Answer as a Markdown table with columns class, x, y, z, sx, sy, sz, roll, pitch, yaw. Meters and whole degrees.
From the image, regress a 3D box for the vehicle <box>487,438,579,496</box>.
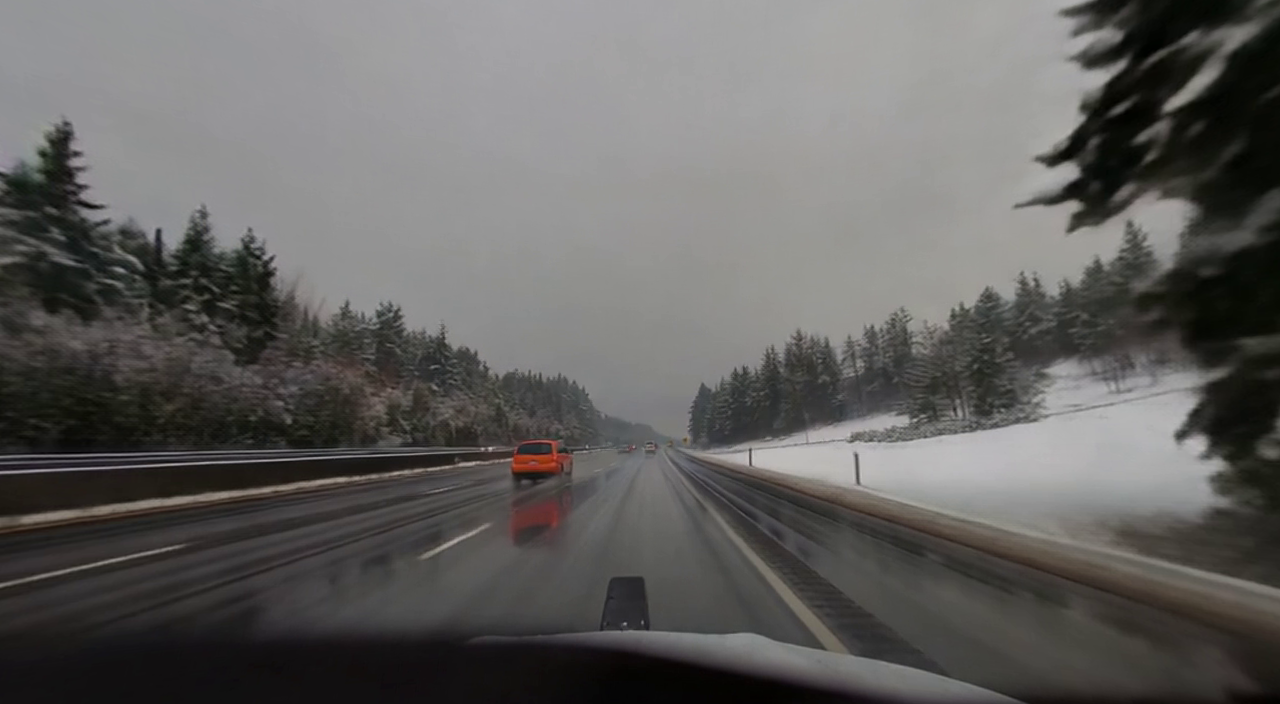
| class | x | y | z | sx | sy | sz | roll | pitch | yaw |
| --- | --- | --- | --- | --- | --- | --- | --- | --- | --- |
| vehicle | -3.123 | 3.448 | 19.321 | 2.015 | 1.561 | 4.469 | 0 | -8 | 0 |
